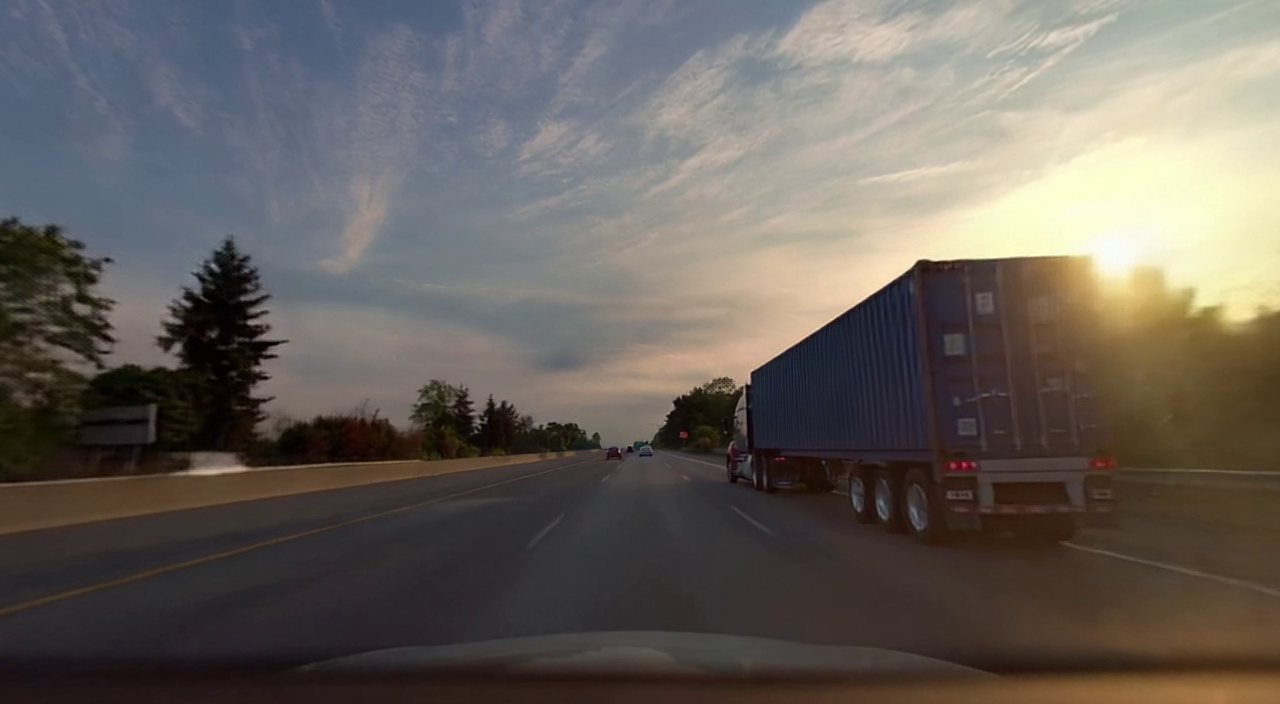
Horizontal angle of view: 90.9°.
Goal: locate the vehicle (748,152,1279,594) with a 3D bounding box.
[{"bbox_3d":[4.722,1.076,12.112,2.821,4.046,12.876,0,-9,-1],"label":"vehicle"}]
